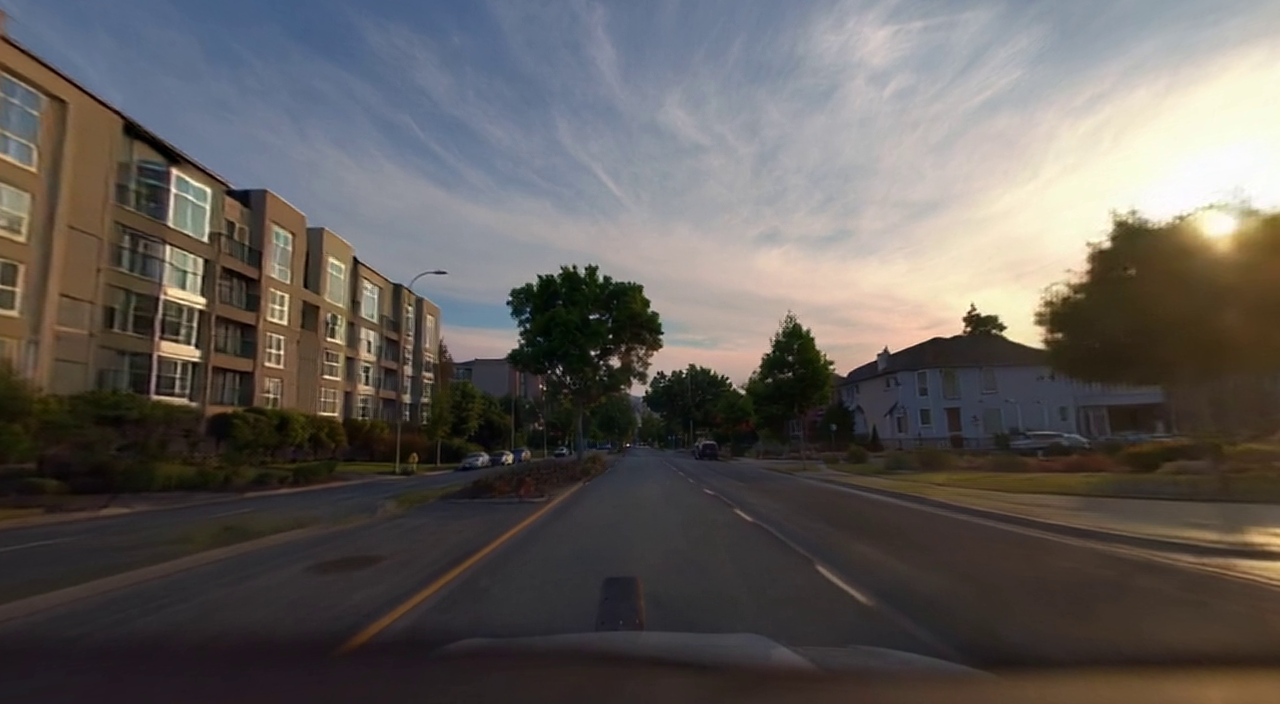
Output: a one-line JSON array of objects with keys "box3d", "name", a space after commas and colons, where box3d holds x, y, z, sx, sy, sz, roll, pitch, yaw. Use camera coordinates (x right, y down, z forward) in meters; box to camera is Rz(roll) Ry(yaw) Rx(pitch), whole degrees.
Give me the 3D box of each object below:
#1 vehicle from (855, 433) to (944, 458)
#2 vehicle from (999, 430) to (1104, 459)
[{"box3d": [18.526, 6.720, 45.310, 5.466, 1.734, 1.999, -1, -9, 1], "name": "vehicle"}, {"box3d": [24.918, 5.620, 38.400, 4.861, 1.684, 2.014, 0, -9, 1], "name": "vehicle"}]
